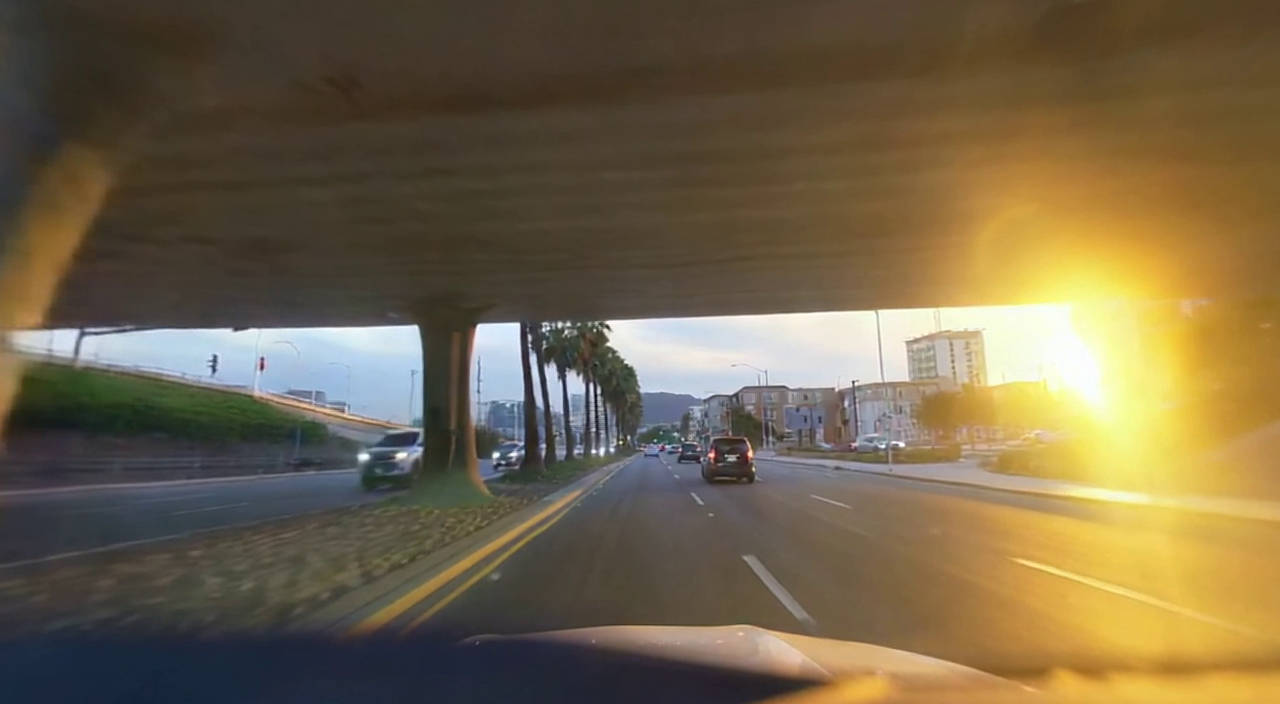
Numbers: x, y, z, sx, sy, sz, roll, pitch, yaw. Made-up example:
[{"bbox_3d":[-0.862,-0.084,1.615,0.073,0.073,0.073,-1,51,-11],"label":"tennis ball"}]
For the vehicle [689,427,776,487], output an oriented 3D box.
[{"bbox_3d":[3.316,3.952,24.065,2.559,2.017,5.562,0,-9,1],"label":"vehicle"}]
